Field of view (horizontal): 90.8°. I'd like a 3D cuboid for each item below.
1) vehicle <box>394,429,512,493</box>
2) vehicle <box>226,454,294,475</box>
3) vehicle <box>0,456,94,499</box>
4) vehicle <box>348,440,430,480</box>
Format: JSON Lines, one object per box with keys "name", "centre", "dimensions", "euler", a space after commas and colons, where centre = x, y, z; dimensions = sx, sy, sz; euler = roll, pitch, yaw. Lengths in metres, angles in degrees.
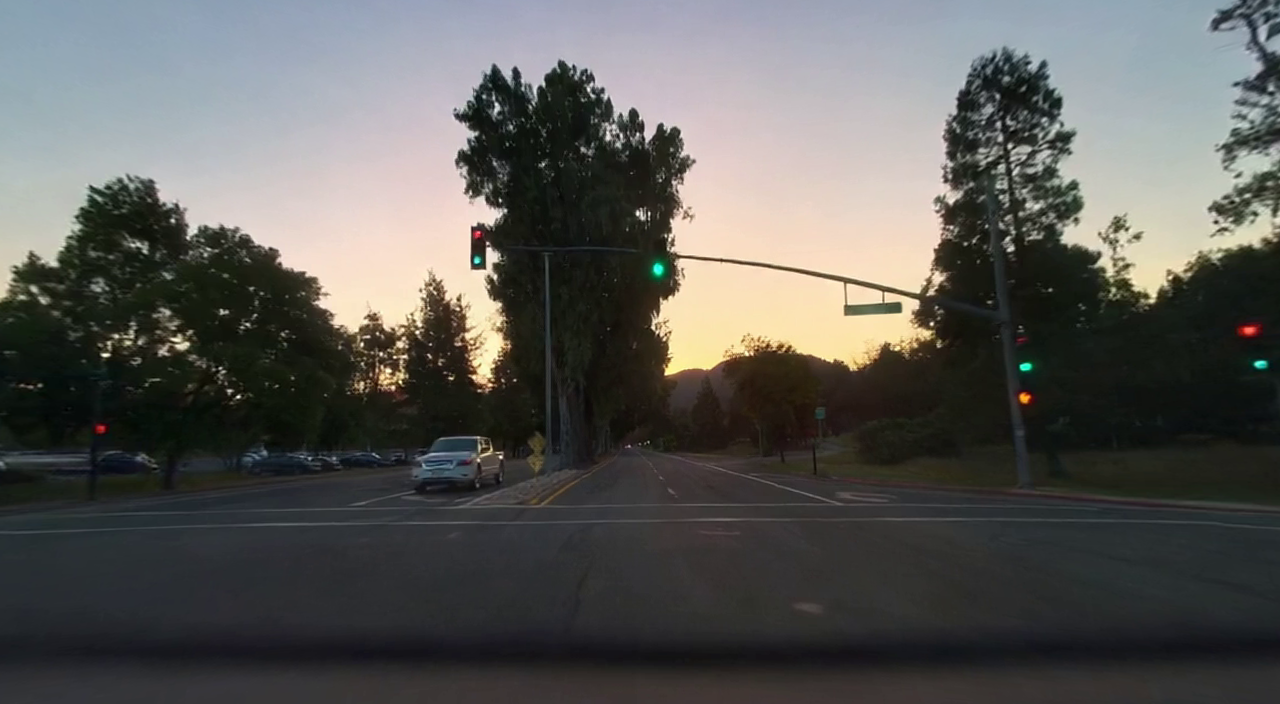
{"name": "vehicle", "centre": [-6.060, 3.637, 21.488], "dimensions": [2.084, 1.823, 6.226], "euler": [0, -8, 0]}
{"name": "vehicle", "centre": [-27.557, 8.184, 45.859], "dimensions": [3.754, 1.437, 1.747], "euler": [0, -8, -1]}
{"name": "vehicle", "centre": [-27.206, 5.465, 27.604], "dimensions": [4.804, 1.685, 1.996], "euler": [0, -8, 0]}
{"name": "vehicle", "centre": [-12.222, 5.268, 31.126], "dimensions": [2.208, 1.821, 4.552], "euler": [0, -8, -1]}
